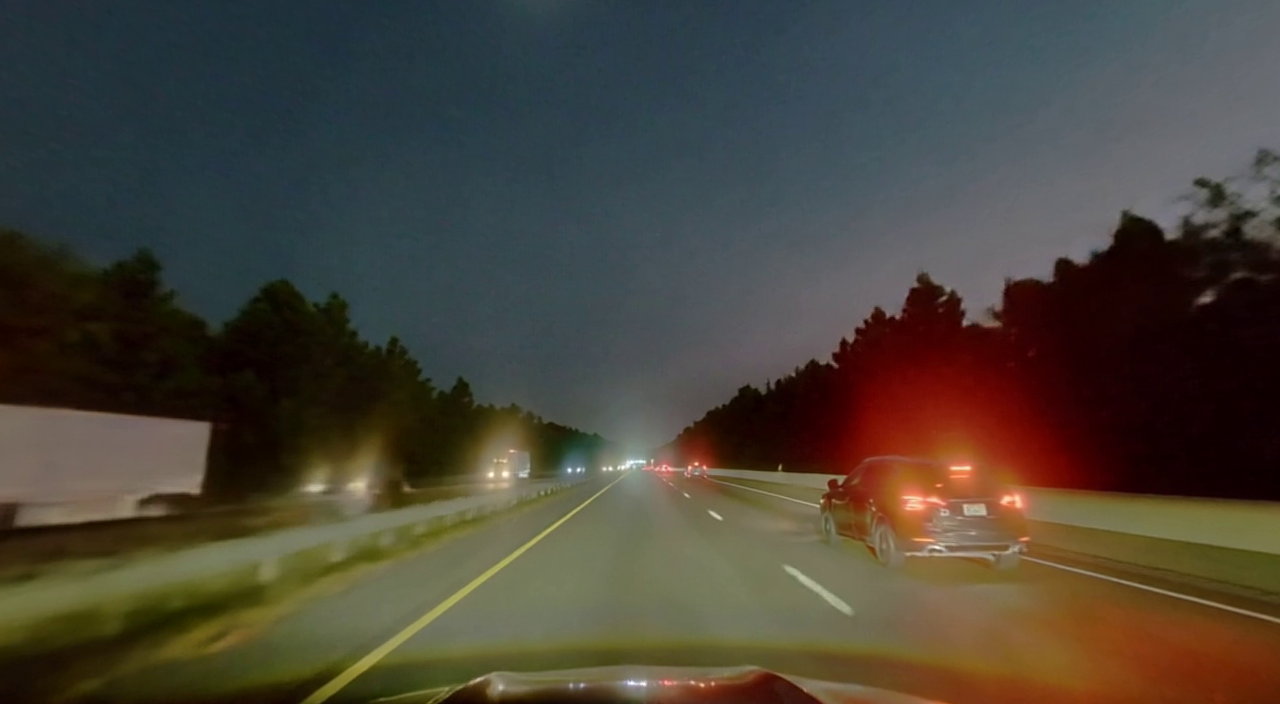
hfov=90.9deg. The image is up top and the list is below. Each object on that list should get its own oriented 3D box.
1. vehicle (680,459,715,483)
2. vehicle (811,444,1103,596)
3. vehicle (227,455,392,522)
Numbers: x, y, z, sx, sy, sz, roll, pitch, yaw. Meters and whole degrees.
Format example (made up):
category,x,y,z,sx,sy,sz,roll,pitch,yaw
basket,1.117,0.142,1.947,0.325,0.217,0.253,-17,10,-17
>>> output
category,x,y,z,sx,sy,sz,roll,pitch,yaw
vehicle,4.043,8.482,44.899,2.156,1.569,3.821,1,-10,0
vehicle,3.761,2.071,8.438,1.825,1.494,3.959,1,-10,0
vehicle,-8.922,3.725,17.600,1.958,1.576,4.727,1,-10,1
